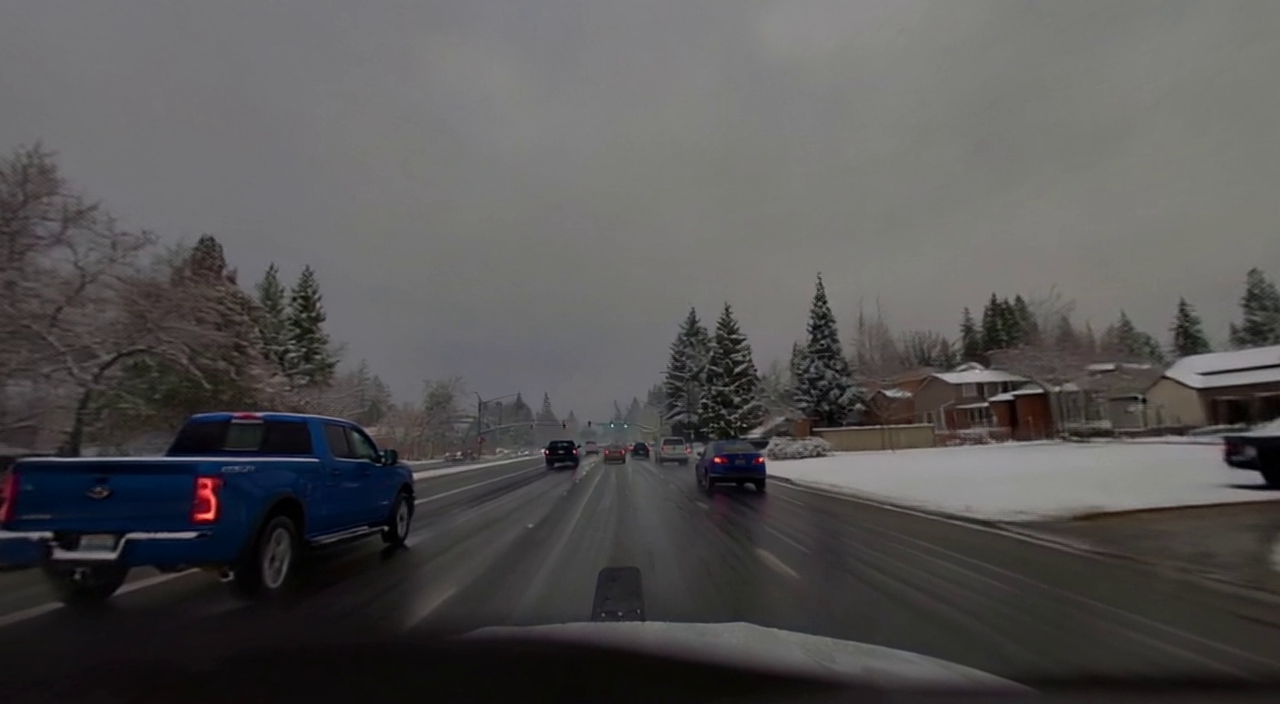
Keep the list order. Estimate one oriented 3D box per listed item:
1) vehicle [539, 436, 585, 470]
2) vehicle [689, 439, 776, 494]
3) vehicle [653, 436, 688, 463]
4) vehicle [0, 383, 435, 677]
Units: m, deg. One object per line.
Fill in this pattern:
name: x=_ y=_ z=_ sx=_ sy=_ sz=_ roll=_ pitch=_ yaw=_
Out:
vehicle: x=-4.500 y=5.877 z=37.053 sx=2.218 sy=1.829 sz=4.492 roll=0 pitch=-8 yaw=-1
vehicle: x=2.672 y=3.394 z=19.208 sx=1.884 sy=1.463 sz=4.195 roll=0 pitch=-8 yaw=-2
vehicle: x=2.158 y=7.130 z=46.223 sx=2.099 sy=1.845 sz=4.363 roll=0 pitch=-8 yaw=-3
vehicle: x=-4.029 y=1.425 z=6.471 sx=2.111 sy=1.745 sz=5.274 roll=0 pitch=-8 yaw=-1
